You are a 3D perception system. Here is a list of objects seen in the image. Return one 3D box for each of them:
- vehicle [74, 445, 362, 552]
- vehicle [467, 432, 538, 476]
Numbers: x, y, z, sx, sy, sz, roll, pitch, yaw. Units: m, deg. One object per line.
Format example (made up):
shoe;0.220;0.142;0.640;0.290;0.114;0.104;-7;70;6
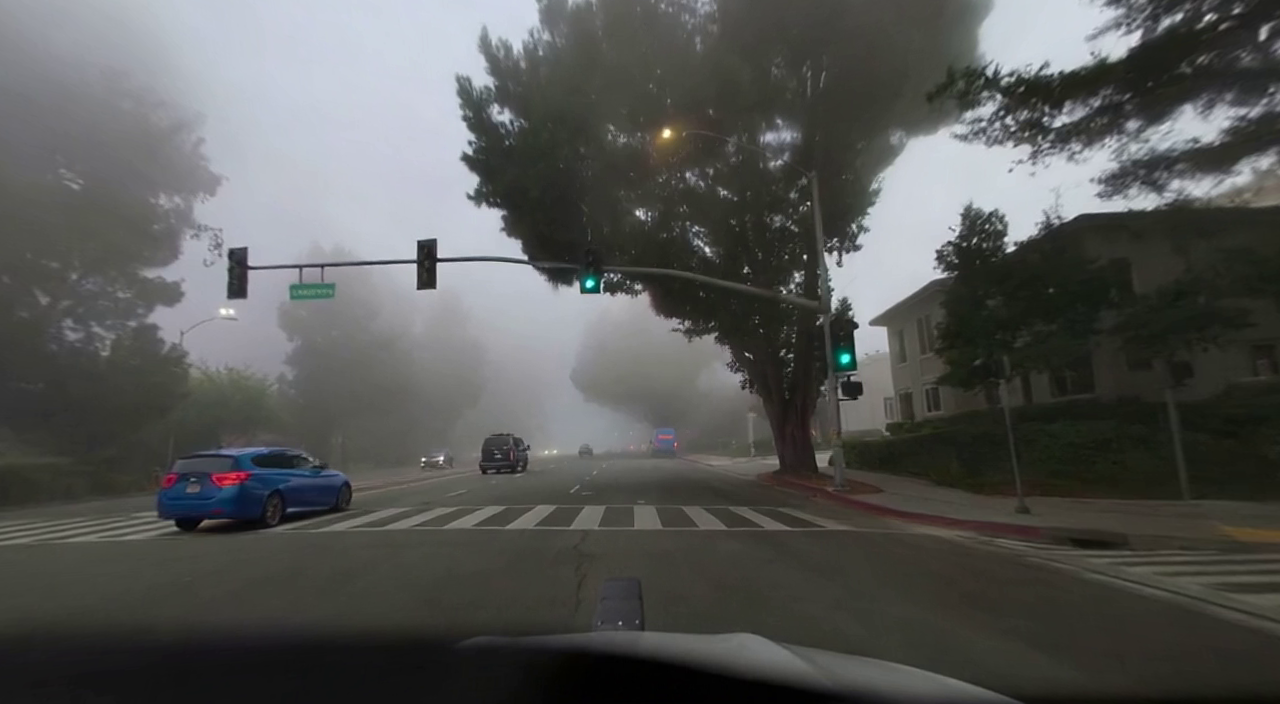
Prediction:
vehicle;-6.872;2.385;11.077;1.970;1.456;4.441;0;-9;0
vehicle;-6.868;5.183;32.396;2.332;2.039;5.678;0;-9;0
